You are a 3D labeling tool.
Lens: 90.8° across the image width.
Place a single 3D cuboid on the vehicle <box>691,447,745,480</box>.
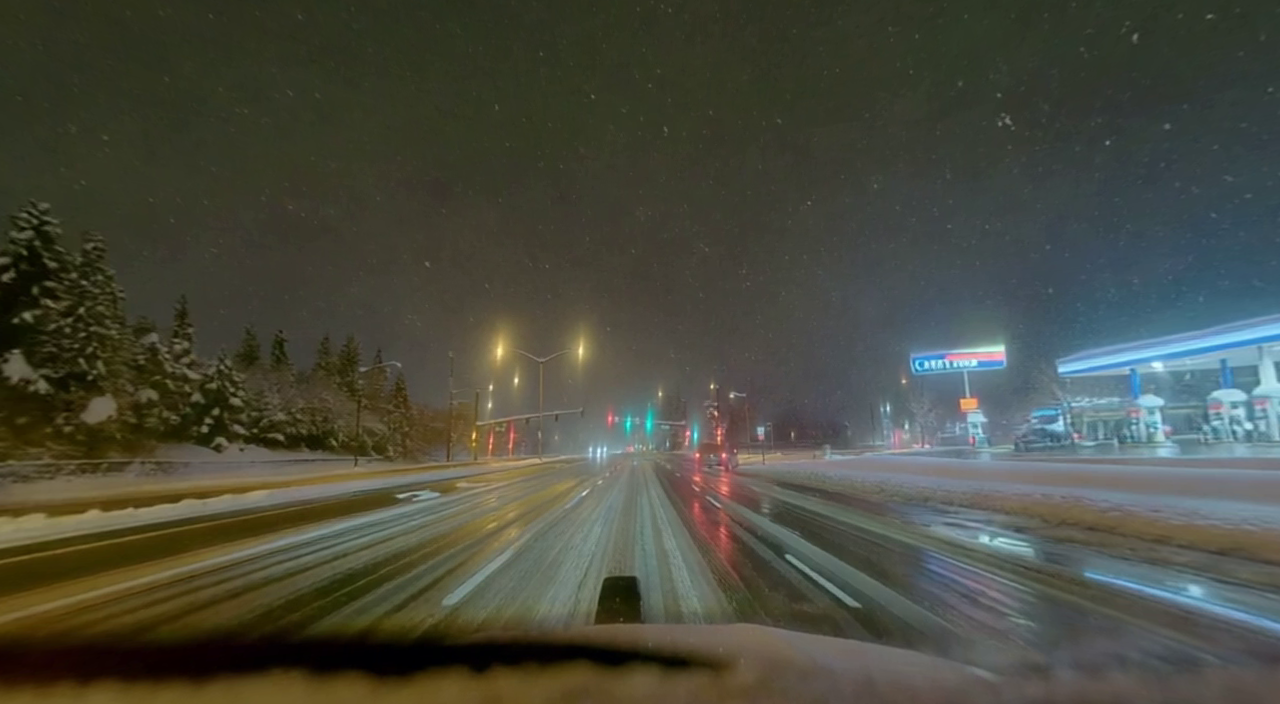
[{"bbox_3d":[3.812,5.558,31.715,2.113,1.470,4.867,0,-8,0],"label":"vehicle"}]
